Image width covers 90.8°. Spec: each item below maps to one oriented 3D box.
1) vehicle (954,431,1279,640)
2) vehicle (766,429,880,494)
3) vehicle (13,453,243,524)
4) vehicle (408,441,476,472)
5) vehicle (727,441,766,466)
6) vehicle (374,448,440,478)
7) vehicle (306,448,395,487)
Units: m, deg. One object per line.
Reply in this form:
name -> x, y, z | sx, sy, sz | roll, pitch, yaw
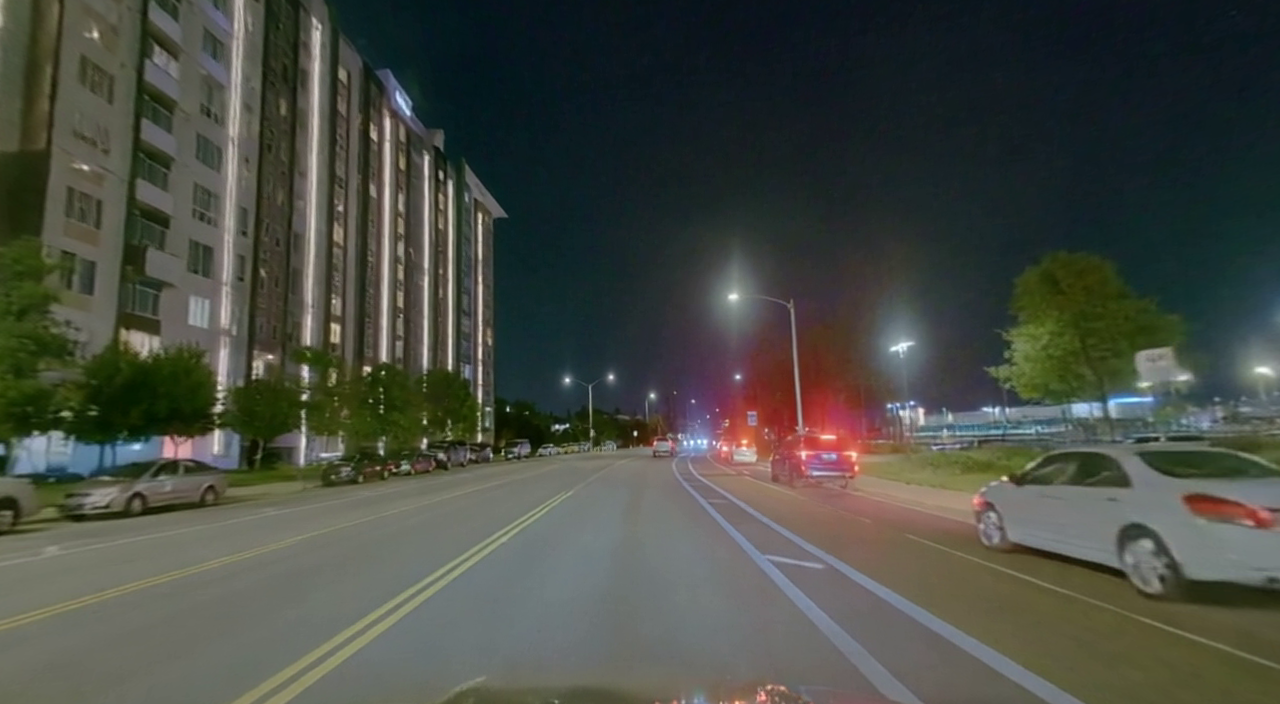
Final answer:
vehicle -> 5.445, 1.611, 6.669 | 2.085, 1.466, 4.276 | 0, -8, 1
vehicle -> 5.646, 3.455, 20.421 | 2.102, 1.781, 5.470 | 0, -8, 1
vehicle -> -12.601, 3.337, 16.074 | 1.889, 1.461, 4.608 | 0, -8, 2
vehicle -> -12.429, 6.570, 40.171 | 2.290, 1.799, 5.801 | 0, -8, 2
vehicle -> 6.703, 6.429, 40.233 | 1.947, 1.487, 4.549 | 0, -8, 3
vehicle -> -12.320, 5.853, 33.676 | 1.723, 1.418, 4.359 | 0, -8, 2
vehicle -> -12.257, 4.884, 27.012 | 1.926, 1.499, 3.869 | 0, -8, 0
